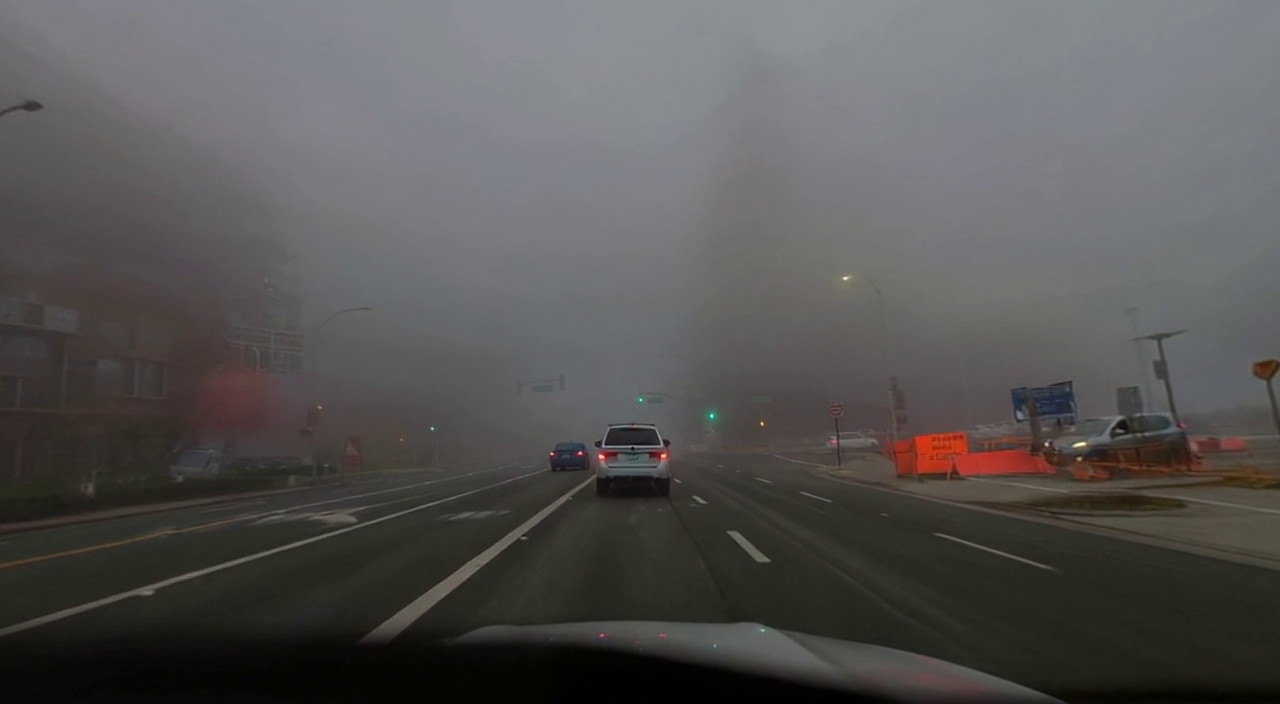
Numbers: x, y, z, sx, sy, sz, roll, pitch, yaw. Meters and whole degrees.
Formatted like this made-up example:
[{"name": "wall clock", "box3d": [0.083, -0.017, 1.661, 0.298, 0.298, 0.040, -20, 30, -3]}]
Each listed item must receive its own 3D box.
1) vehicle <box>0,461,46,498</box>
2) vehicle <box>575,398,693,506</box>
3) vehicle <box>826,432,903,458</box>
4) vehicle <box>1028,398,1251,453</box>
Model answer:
[{"name": "vehicle", "box3d": [-33.415, 6.732, 33.469, 4.692, 1.720, 1.941, -7, -11, 40]}, {"name": "vehicle", "box3d": [-0.264, 2.422, 15.514, 2.350, 2.122, 5.801, 0, -8, -3]}, {"name": "vehicle", "box3d": [13.573, 5.596, 37.990, 4.267, 1.503, 2.145, 5, -10, -32]}, {"name": "vehicle", "box3d": [14.821, 2.303, 19.106, 4.986, 1.467, 2.025, -6, -10, 34]}]
